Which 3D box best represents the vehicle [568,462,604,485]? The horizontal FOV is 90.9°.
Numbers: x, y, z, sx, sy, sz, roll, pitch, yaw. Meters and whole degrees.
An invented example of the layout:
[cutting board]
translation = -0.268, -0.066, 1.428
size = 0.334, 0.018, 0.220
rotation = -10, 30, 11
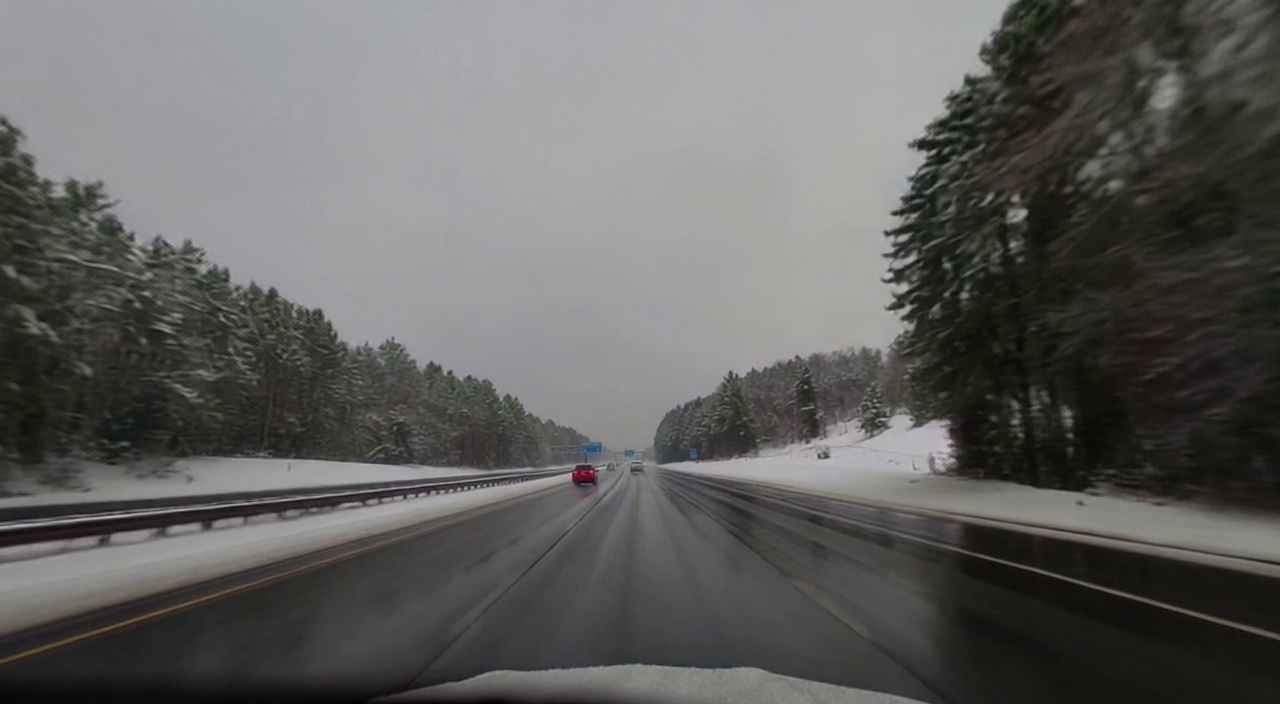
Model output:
[vehicle]
translation = -3.799, 8.642, 44.839
size = 2.143, 1.516, 4.552
rotation = 1, -10, 0
